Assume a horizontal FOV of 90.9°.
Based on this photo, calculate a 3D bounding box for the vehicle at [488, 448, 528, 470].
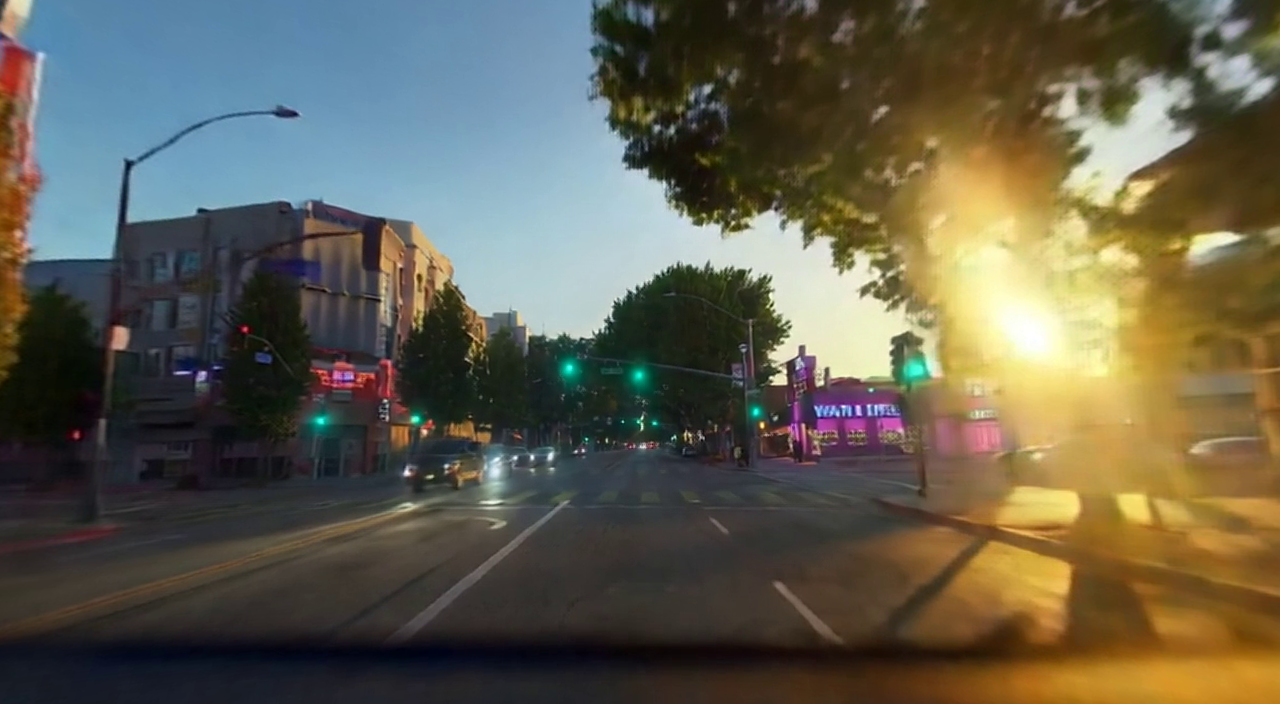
[{"bbox_3d":[-9.783,7.959,46.905,1.919,1.518,4.360,0,-8,2],"label":"vehicle"}]

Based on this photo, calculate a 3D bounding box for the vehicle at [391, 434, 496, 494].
[{"bbox_3d":[-6.292,3.626,20.784,2.041,1.756,4.392,0,-8,0],"label":"vehicle"}]

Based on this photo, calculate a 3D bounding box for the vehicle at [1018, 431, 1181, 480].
[{"bbox_3d":[16.573,3.758,22.922,4.299,1.679,2.011,0,-9,0],"label":"vehicle"}]

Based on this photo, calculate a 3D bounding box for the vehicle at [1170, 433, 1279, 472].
[{"bbox_3d":[24.873,4.098,25.795,4.503,1.472,2.032,0,-9,-1],"label":"vehicle"}]

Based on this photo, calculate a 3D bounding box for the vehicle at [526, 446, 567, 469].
[{"bbox_3d":[-6.199,7.005,42.076,2.007,1.478,4.328,0,-8,1],"label":"vehicle"}]
